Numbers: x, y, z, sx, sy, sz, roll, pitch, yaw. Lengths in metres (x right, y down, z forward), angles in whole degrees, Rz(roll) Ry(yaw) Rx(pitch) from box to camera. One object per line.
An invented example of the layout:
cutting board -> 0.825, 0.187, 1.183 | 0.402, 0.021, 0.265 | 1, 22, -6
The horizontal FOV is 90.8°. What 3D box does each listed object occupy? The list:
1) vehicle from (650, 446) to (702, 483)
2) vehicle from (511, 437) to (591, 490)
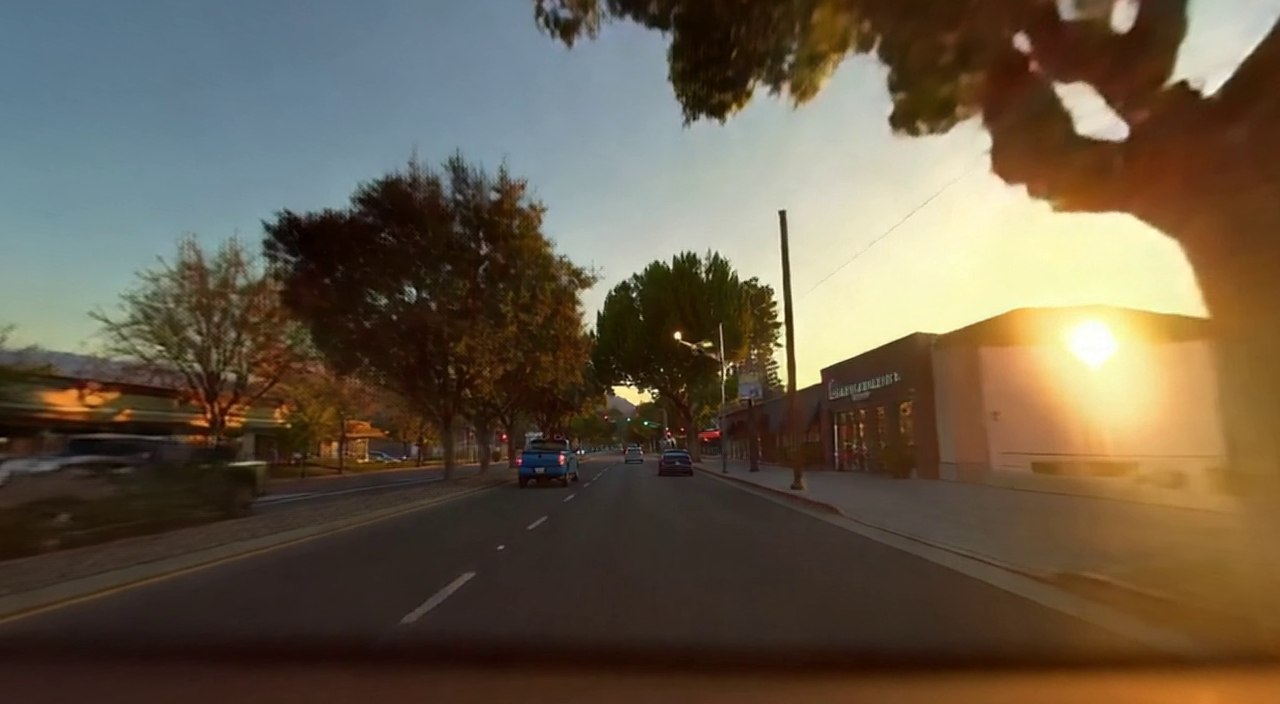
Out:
vehicle -> 1.518, 5.044, 28.560 | 2.103, 1.487, 4.101 | 0, -9, 0
vehicle -> -3.294, 4.270, 24.485 | 2.464, 1.777, 5.128 | 0, -9, -1
